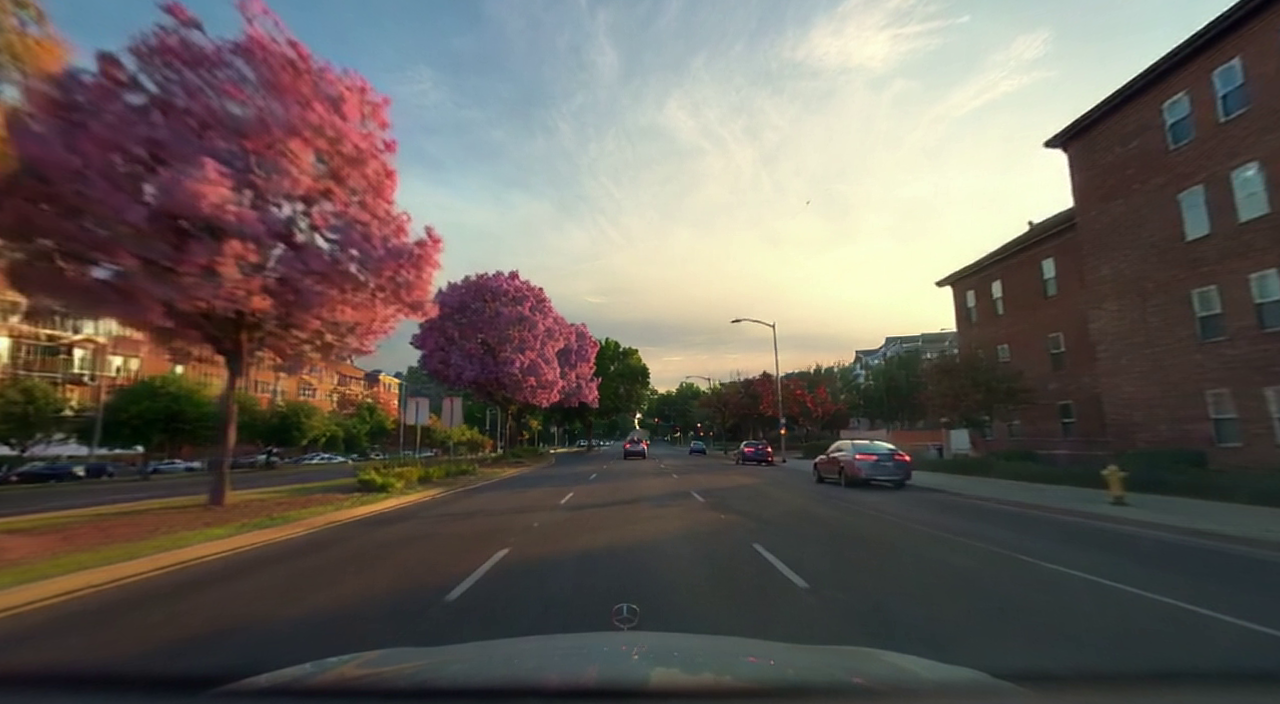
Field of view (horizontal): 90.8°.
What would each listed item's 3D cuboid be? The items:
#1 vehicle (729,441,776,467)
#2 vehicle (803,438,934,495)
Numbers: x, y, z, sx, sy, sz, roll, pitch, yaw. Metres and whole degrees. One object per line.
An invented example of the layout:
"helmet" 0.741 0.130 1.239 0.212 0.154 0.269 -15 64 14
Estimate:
"vehicle" 6.785 6.180 38.516 2.032 1.449 4.413 0 -9 0
"vehicle" 6.553 3.338 18.841 1.891 1.456 4.909 0 -9 -3
